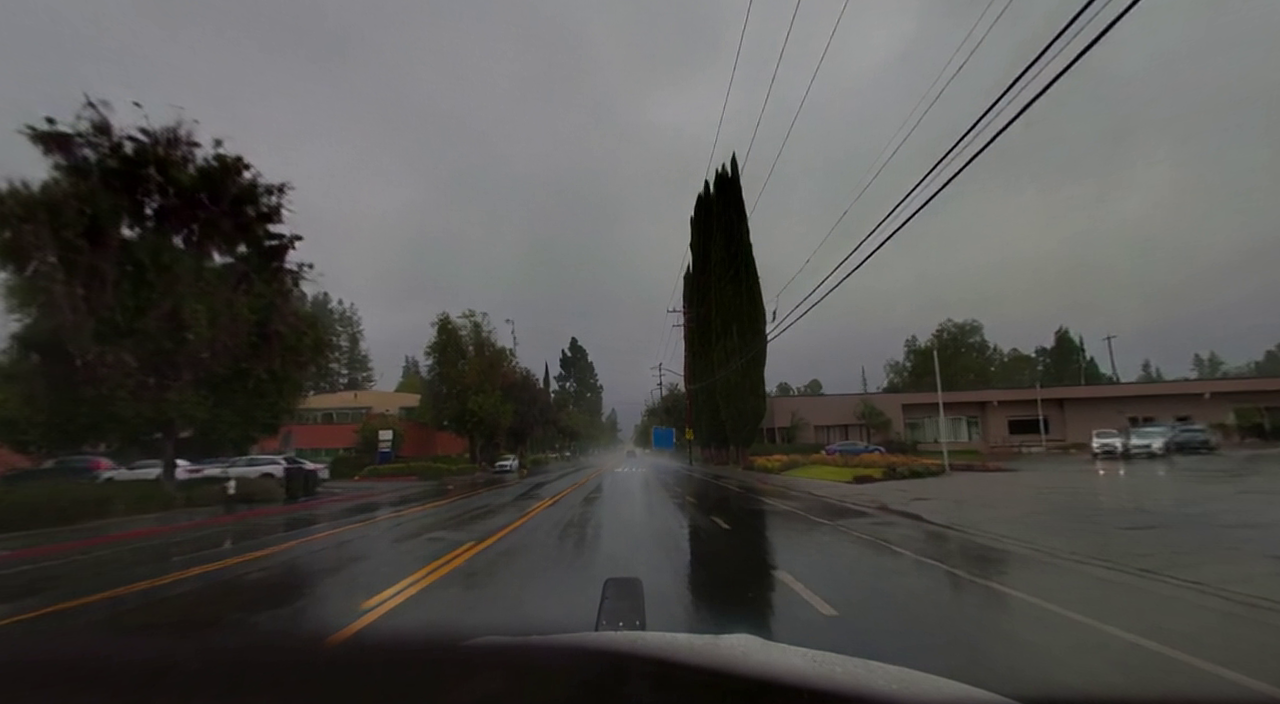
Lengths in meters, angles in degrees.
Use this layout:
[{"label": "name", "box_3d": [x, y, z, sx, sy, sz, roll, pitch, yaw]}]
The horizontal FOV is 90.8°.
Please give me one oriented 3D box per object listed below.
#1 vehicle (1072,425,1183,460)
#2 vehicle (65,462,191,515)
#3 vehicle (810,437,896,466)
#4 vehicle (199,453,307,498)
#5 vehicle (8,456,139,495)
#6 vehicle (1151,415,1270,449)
[{"label": "vehicle", "box_3d": [22.298, 4.149, 28.875, 4.750, 1.505, 1.928, 4, -10, -25]}, {"label": "vehicle", "box_3d": [-17.356, 4.524, 21.369, 4.708, 1.472, 1.994, -6, -11, 35]}, {"label": "vehicle", "box_3d": [12.743, 5.964, 37.838, 4.554, 1.668, 1.974, -5, -10, 28]}, {"label": "vehicle", "box_3d": [-16.595, 5.239, 27.096, 4.311, 1.746, 1.984, -5, -10, 29]}, {"label": "vehicle", "box_3d": [-27.722, 6.028, 31.136, 4.417, 1.747, 1.954, 5, -10, -33]}, {"label": "vehicle", "box_3d": [31.546, 4.498, 35.122, 4.497, 1.562, 1.878, -9, -11, 32]}]
